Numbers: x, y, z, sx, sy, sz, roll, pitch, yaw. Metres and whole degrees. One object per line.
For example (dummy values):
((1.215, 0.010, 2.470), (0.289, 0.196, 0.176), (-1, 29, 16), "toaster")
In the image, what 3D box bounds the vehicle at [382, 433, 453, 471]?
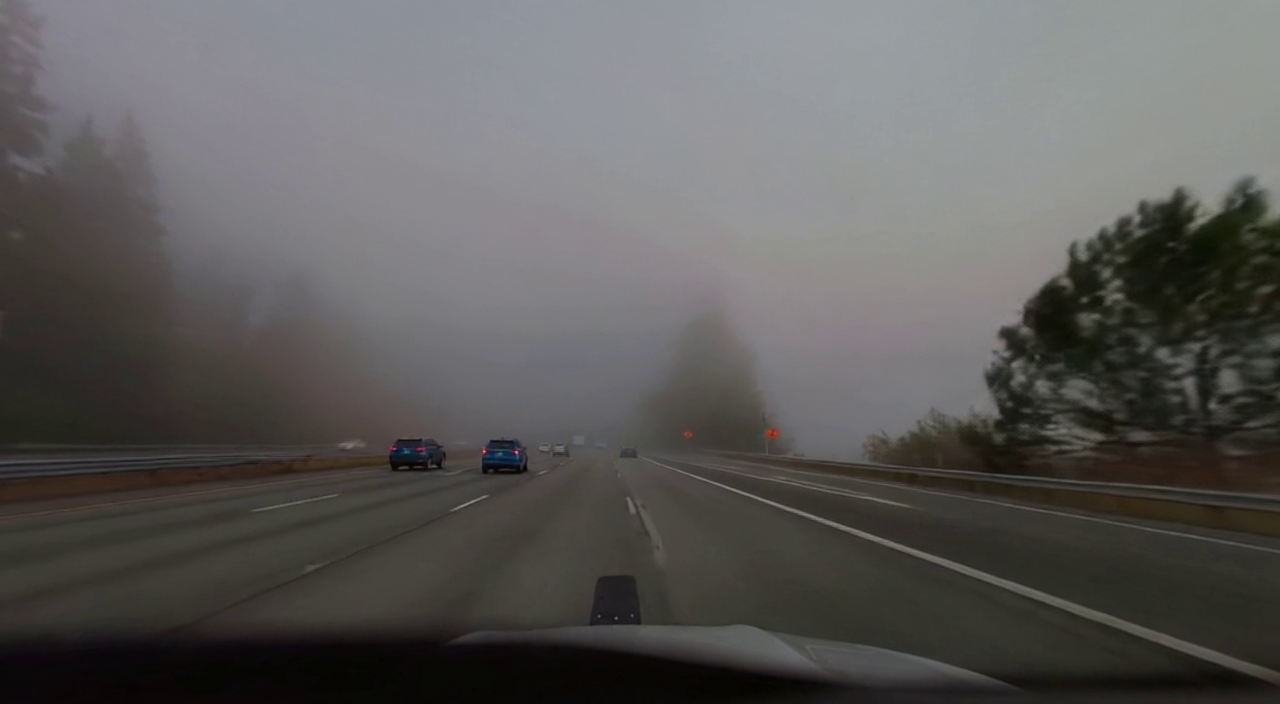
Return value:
((-10.793, 4.885, 31.019), (2.016, 1.711, 4.365), (0, -9, -2), "vehicle")

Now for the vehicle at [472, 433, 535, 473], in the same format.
((-6.436, 4.839, 30.312), (2.146, 1.766, 4.502), (0, -9, -2), "vehicle")
